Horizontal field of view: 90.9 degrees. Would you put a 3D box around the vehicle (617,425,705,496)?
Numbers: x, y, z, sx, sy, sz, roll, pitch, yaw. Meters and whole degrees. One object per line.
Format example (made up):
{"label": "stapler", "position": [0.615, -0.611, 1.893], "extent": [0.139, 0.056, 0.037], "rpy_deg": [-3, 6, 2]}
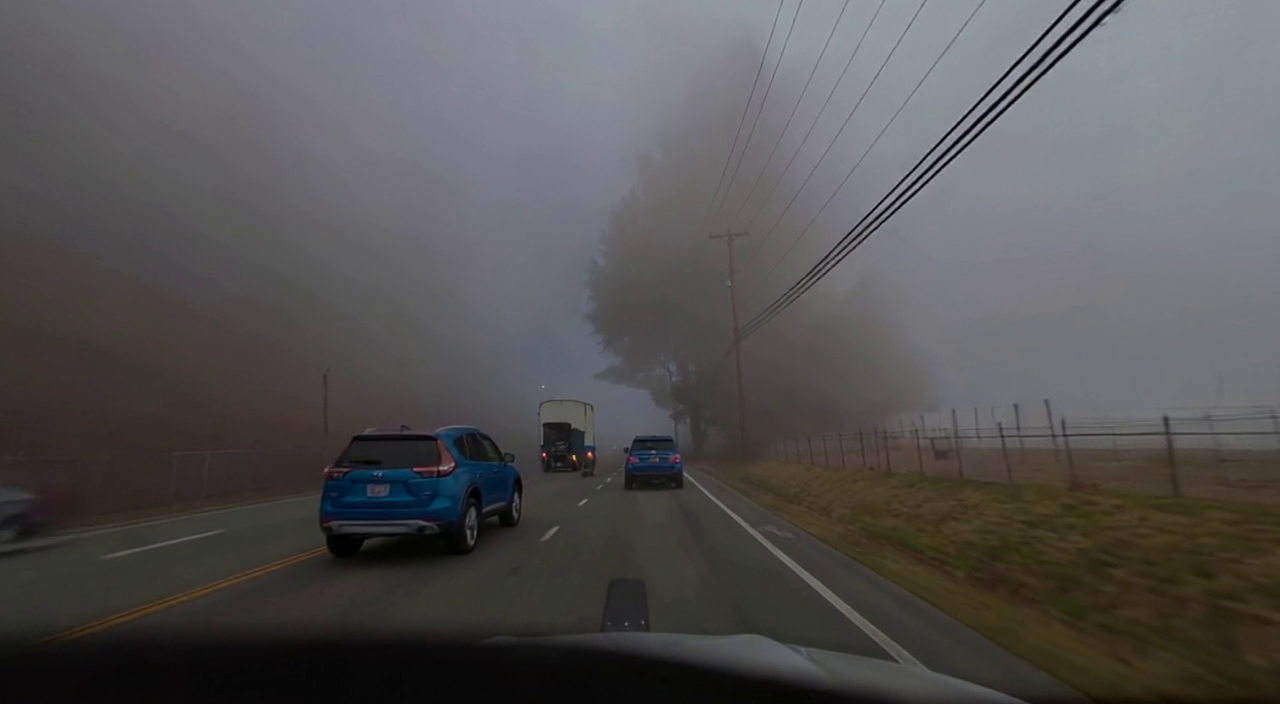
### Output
{"label": "vehicle", "position": [0.527, 2.999, 17.717], "extent": [2.174, 1.749, 4.113], "rpy_deg": [0, -9, 0]}

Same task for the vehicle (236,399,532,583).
{"label": "vehicle", "position": [-2.976, 1.746, 8.686], "extent": [2.093, 1.832, 4.508], "rpy_deg": [0, -9, 1]}

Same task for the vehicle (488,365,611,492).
{"label": "vehicle", "position": [-2.855, 3.007, 23.625], "extent": [2.928, 3.658, 10.953], "rpy_deg": [0, -9, 0]}
